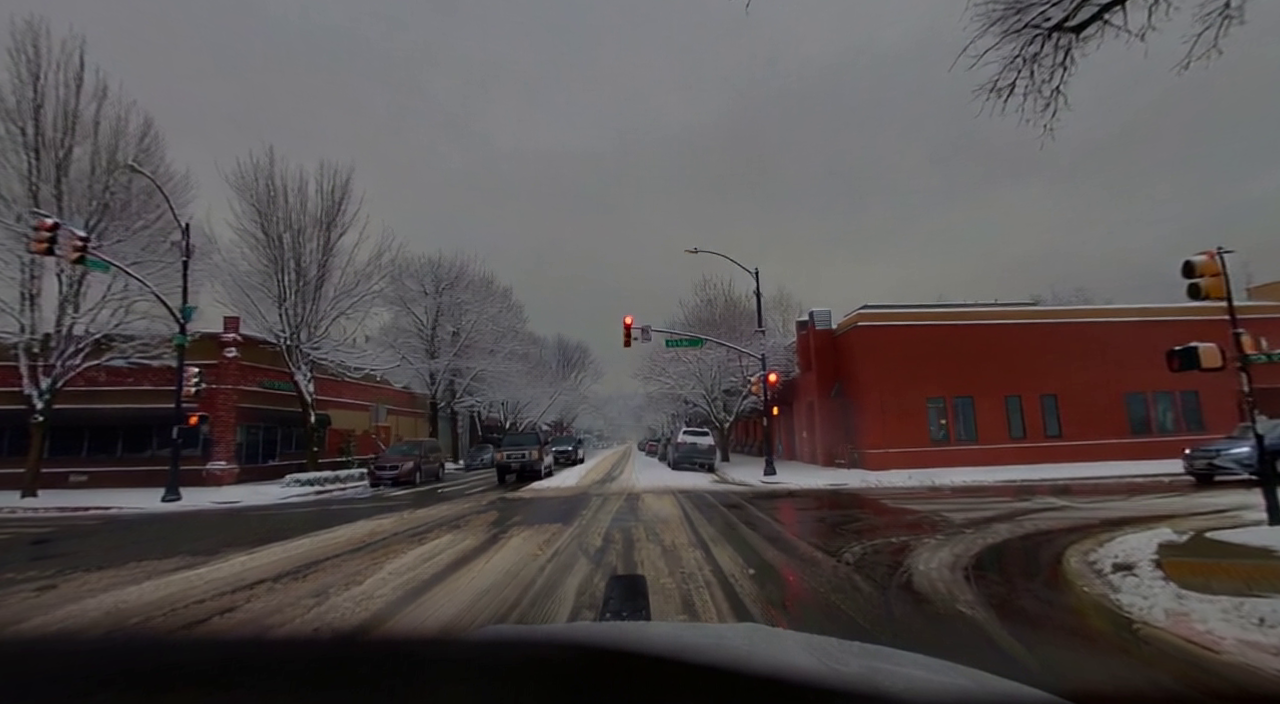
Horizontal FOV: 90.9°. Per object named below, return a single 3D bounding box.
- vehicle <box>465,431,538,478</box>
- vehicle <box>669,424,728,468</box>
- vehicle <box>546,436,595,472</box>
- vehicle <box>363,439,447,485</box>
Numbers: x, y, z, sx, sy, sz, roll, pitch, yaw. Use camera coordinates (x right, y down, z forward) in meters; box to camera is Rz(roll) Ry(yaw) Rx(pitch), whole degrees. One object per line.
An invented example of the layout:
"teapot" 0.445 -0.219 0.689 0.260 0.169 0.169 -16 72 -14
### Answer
"vehicle" -5.985 4.494 27.910 2.242 1.887 4.924 0 -8 -2
"vehicle" 3.069 5.135 34.389 2.557 2.188 5.164 0 -8 -2
"vehicle" -3.261 4.853 30.283 2.033 1.596 4.142 0 -8 -2
"vehicle" -9.914 4.648 27.018 2.216 1.804 4.526 1 -8 -5
